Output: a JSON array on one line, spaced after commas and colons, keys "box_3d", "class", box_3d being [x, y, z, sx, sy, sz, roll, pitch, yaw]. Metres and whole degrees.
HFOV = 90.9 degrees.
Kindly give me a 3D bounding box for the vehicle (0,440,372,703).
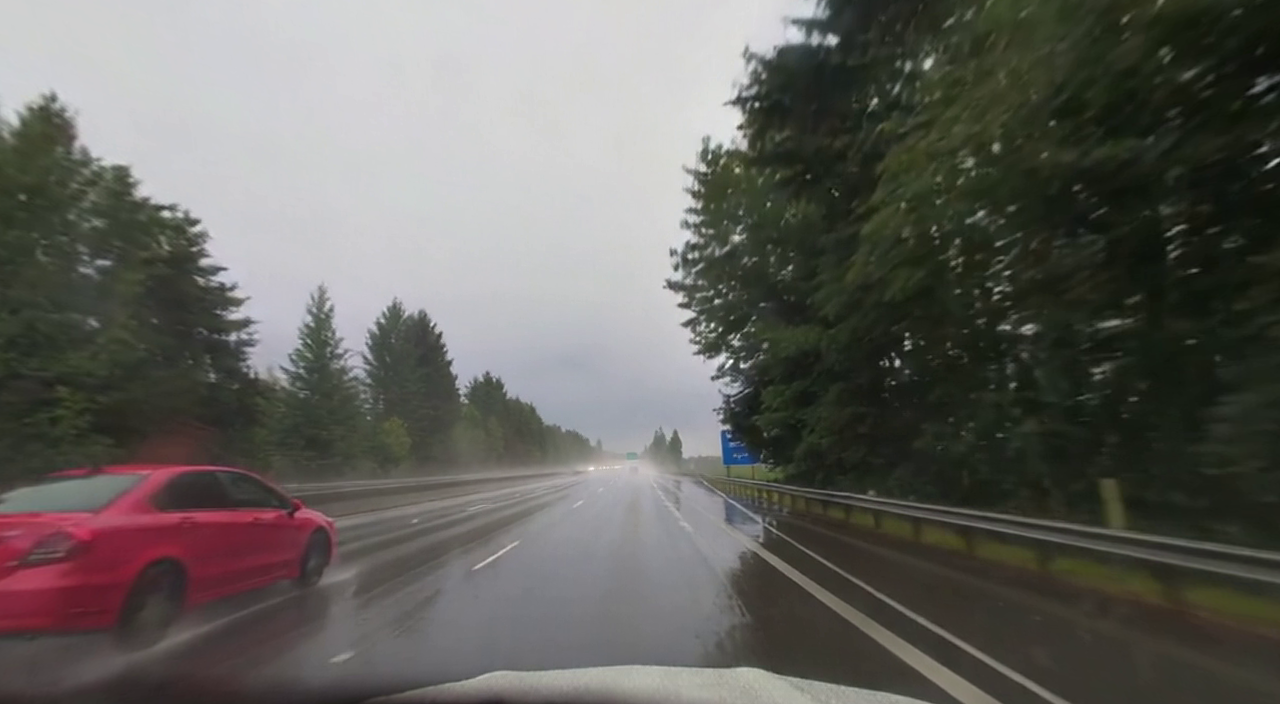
[{"box_3d": [-4.223, 1.489, 4.934, 2.183, 1.435, 4.653, 1, -10, 0], "class": "vehicle"}]
